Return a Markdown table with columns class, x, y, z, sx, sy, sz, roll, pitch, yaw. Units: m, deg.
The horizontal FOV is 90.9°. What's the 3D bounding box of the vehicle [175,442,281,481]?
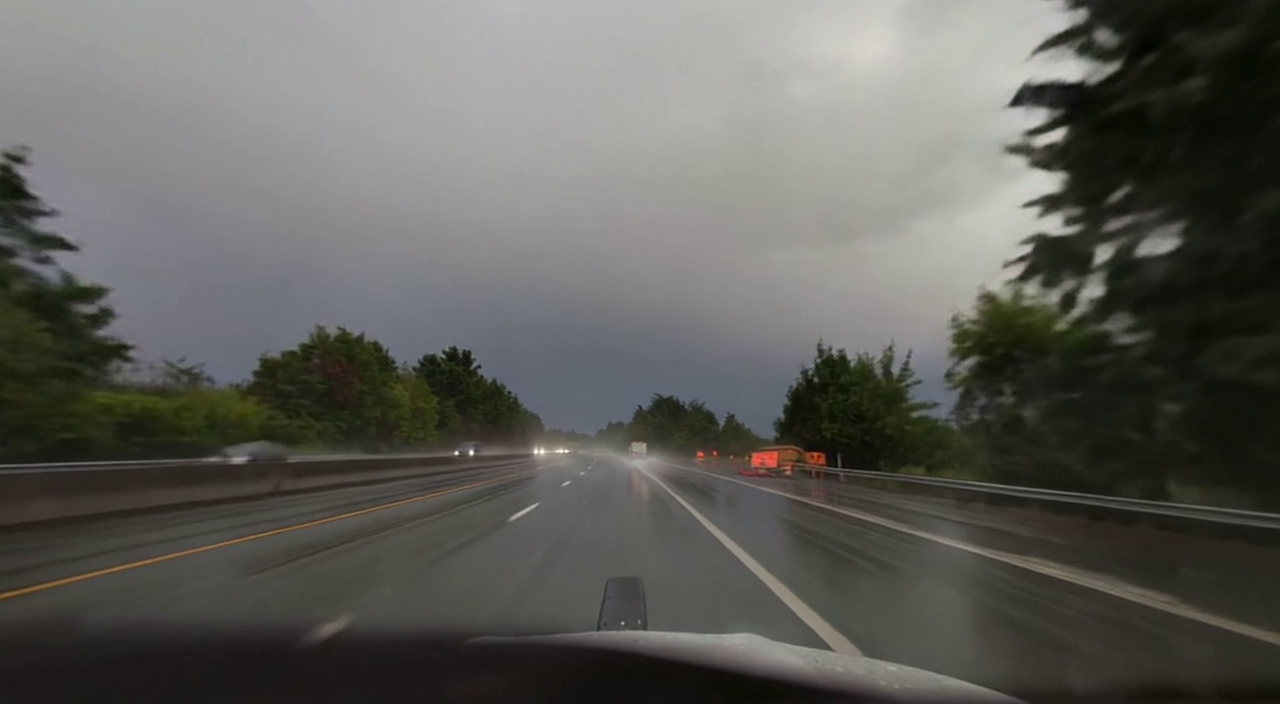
| class | x | y | z | sx | sy | sz | roll | pitch | yaw |
| --- | --- | --- | --- | --- | --- | --- | --- | --- | --- |
| vehicle | -17.813 | 4.726 | 27.519 | 1.851 | 1.543 | 4.162 | 0 | -9 | -1 |
